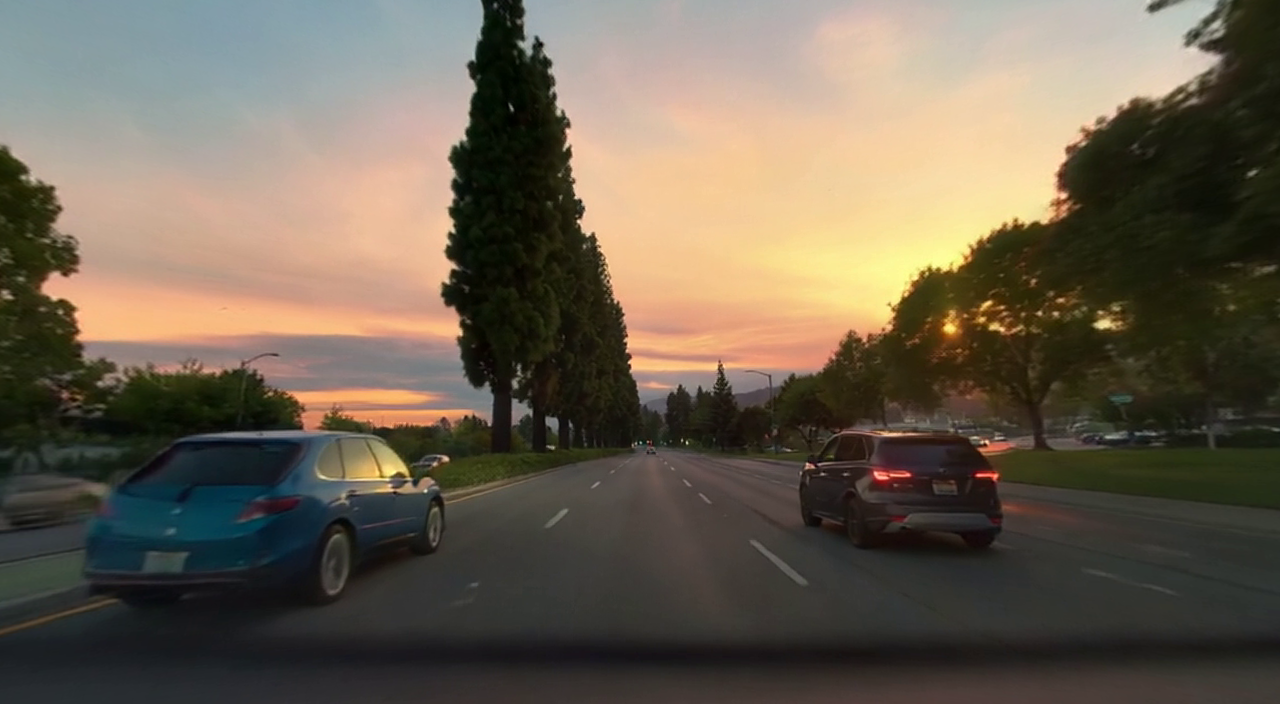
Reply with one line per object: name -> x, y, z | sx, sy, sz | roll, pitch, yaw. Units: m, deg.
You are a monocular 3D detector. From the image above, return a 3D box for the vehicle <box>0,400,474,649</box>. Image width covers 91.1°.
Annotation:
vehicle -> -3.316, 1.451, 6.376 | 2.025, 1.635, 4.293 | 0, -8, 1

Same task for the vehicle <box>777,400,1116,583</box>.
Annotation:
vehicle -> 3.519, 1.713, 8.658 | 2.087, 1.759, 5.040 | 0, -8, 0
